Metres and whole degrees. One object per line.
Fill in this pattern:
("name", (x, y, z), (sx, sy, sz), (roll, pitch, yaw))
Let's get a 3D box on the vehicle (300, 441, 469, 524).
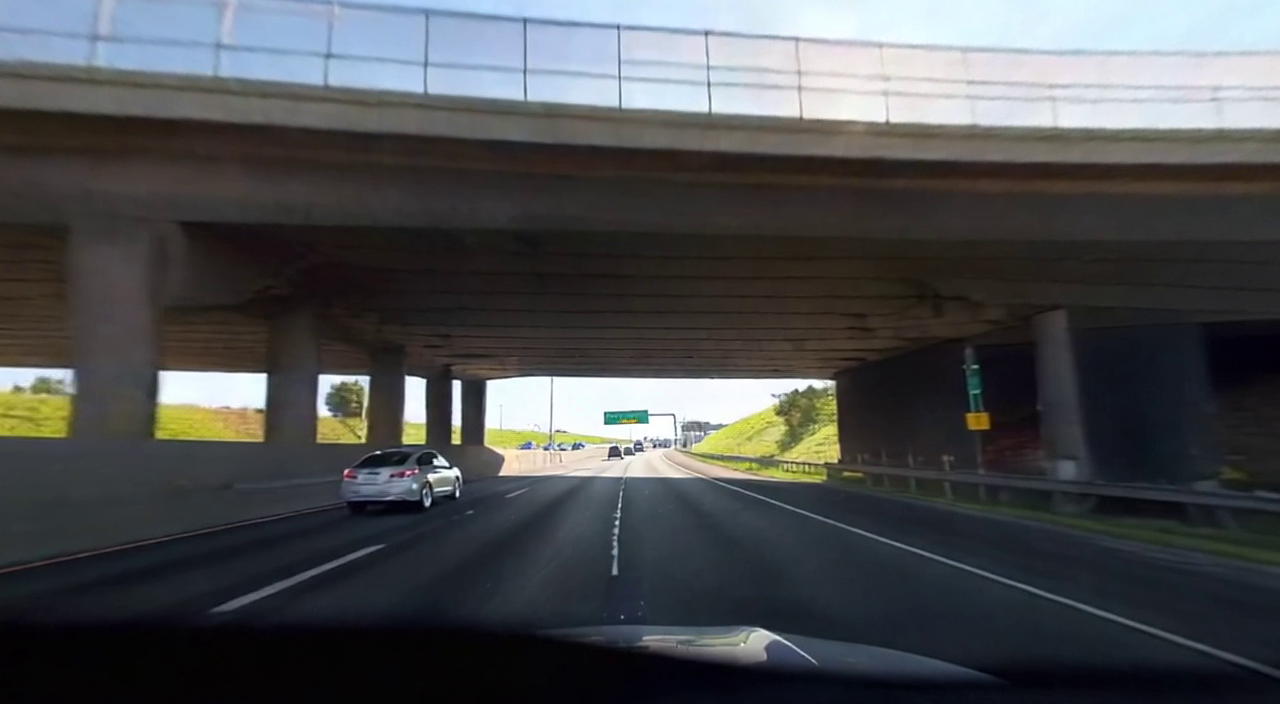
("vehicle", (-5.357, 2.771, 13.950), (2.055, 1.535, 4.073), (0, -9, -1))
